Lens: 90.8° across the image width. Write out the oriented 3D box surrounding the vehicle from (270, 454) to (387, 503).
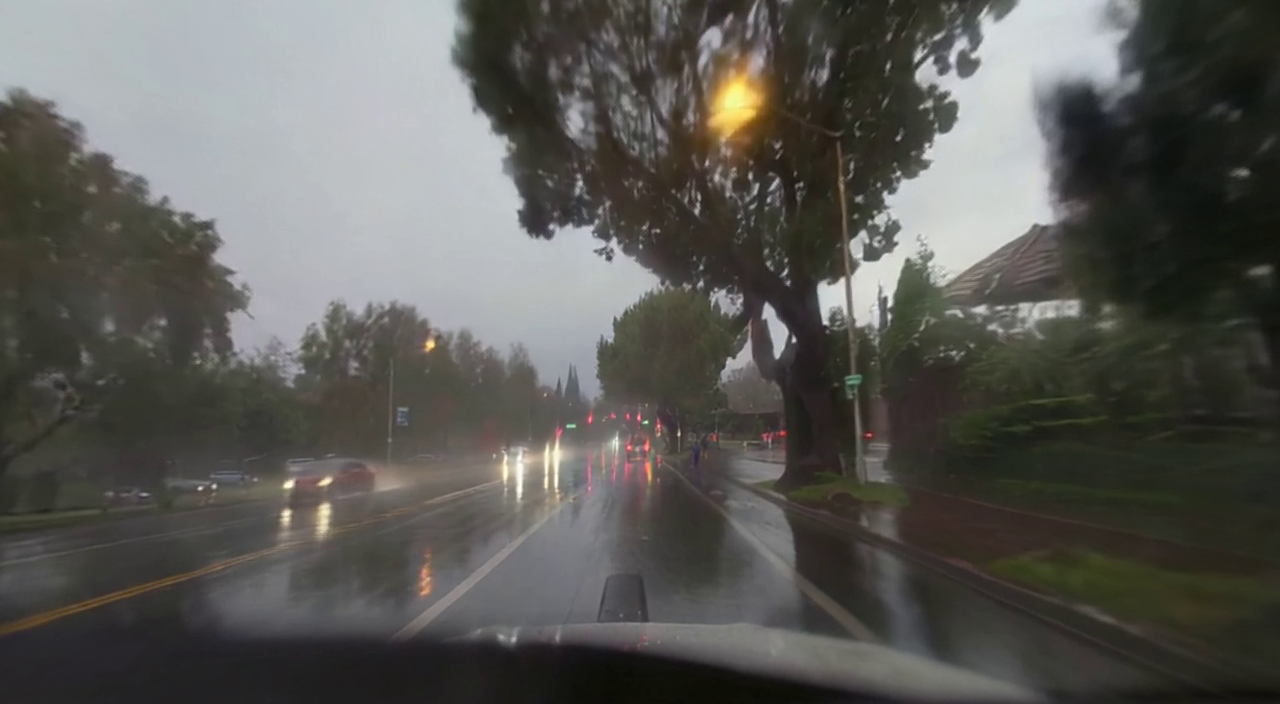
[{"bbox_3d":[-10.767,4.373,22.262,1.948,1.481,4.380,0,-9,-1],"label":"vehicle"}]
